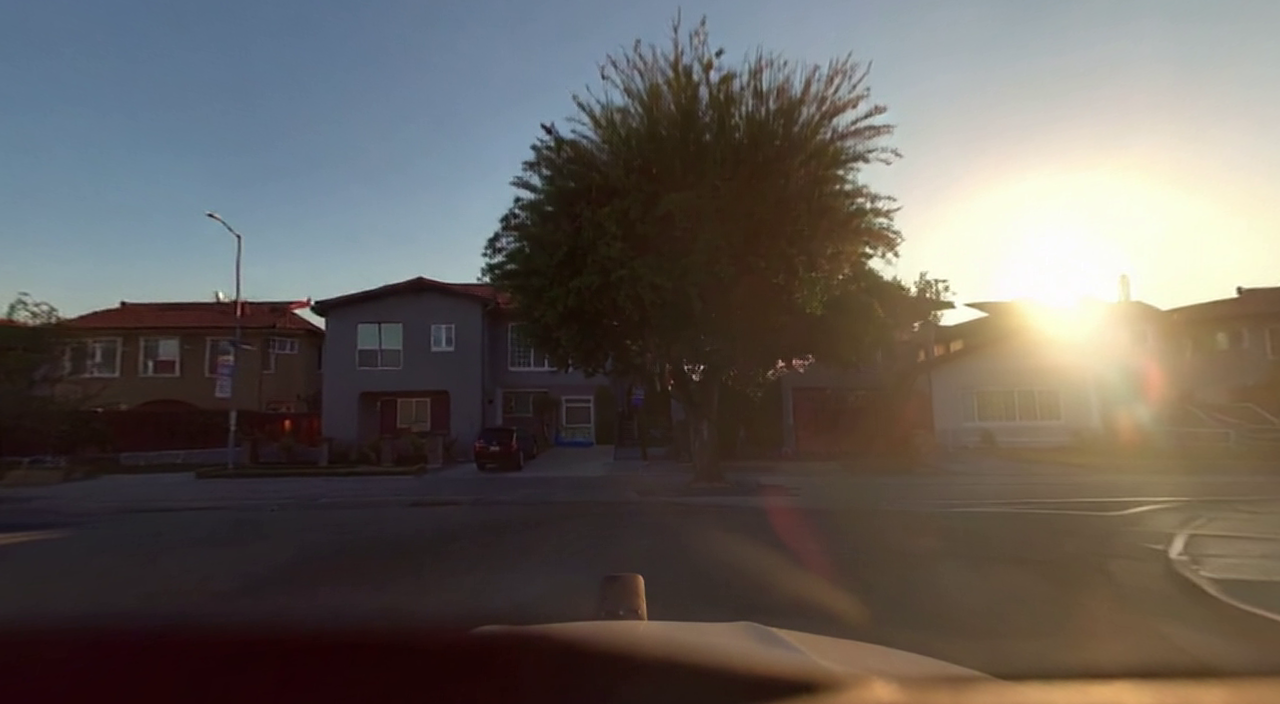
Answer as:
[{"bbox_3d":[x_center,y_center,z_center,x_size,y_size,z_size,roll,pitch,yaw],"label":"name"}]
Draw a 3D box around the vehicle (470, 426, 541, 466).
[{"bbox_3d":[-5.419,3.876,26.006,1.968,1.491,4.486,0,-8,0],"label":"vehicle"}]
